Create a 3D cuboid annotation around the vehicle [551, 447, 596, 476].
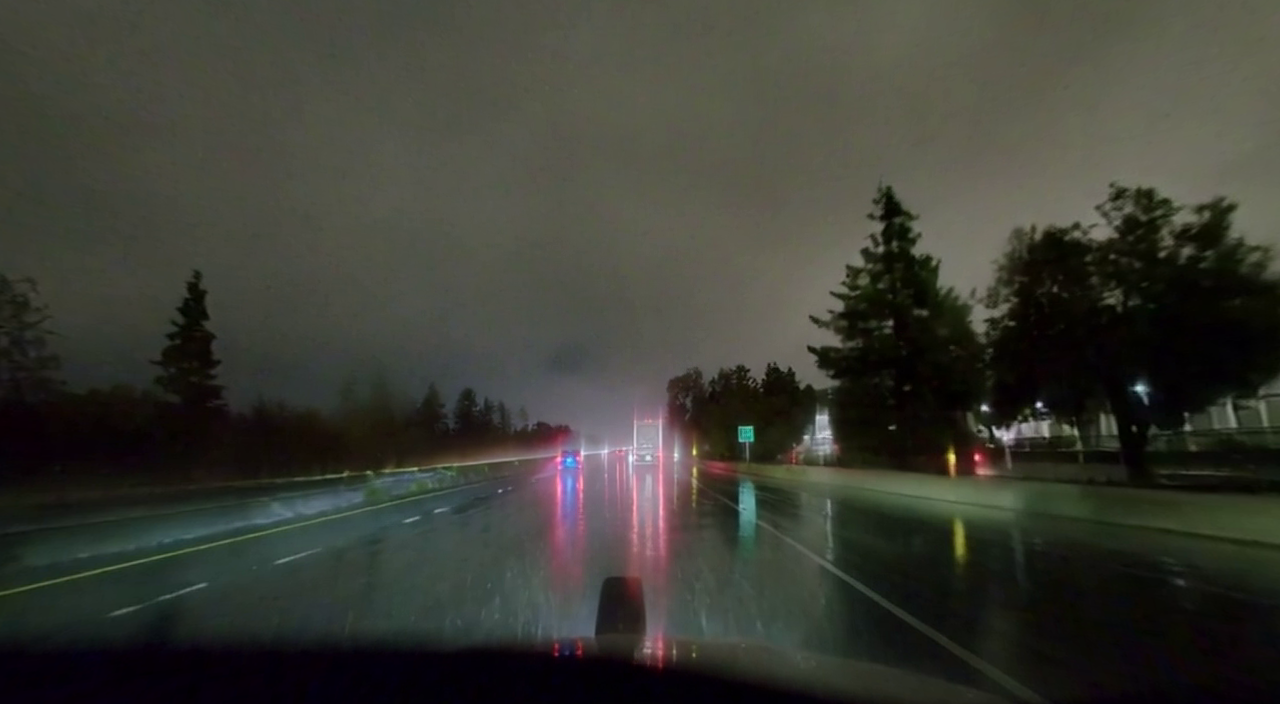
[{"bbox_3d":[-3.810,6.363,36.928,1.999,1.533,4.870,-1,-9,2],"label":"vehicle"}]
